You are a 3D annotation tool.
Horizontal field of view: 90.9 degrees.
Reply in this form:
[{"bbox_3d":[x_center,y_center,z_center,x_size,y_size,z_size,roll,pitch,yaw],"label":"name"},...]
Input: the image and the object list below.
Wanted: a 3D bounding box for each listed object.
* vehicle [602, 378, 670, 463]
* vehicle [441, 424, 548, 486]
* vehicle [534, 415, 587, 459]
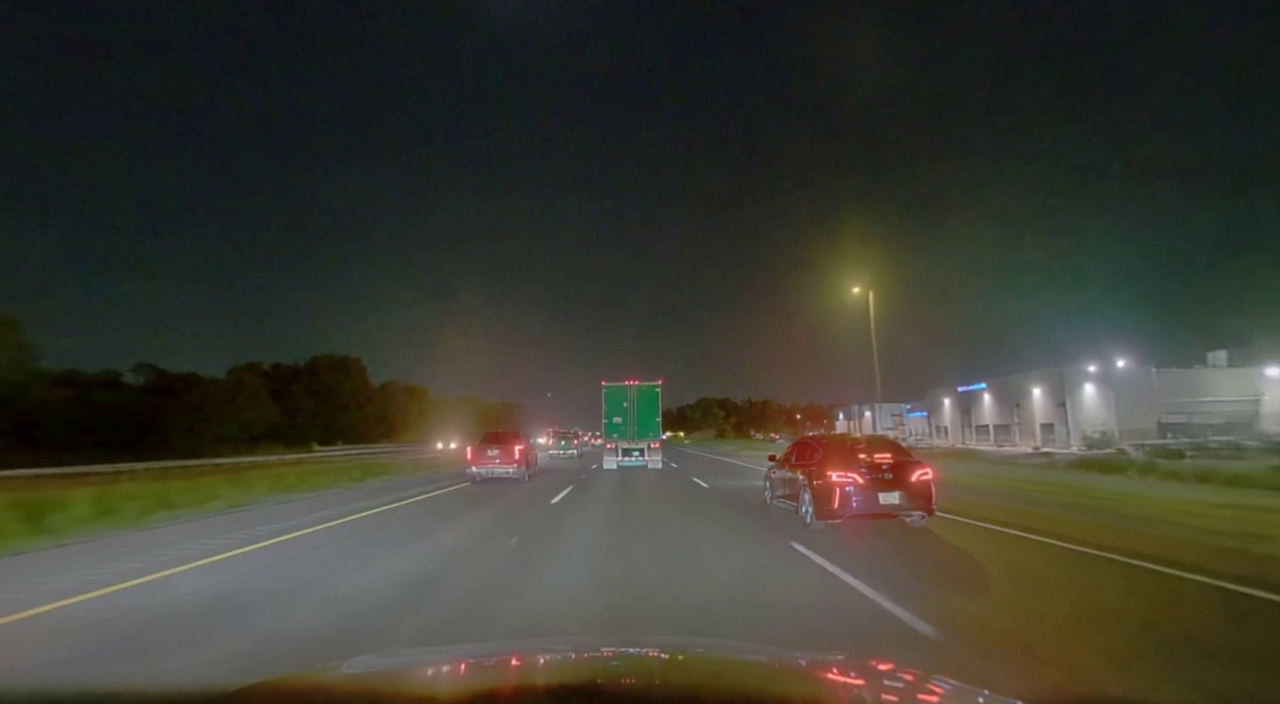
[{"bbox_3d":[-0.340,3.966,35.304,3.259,4.066,9.891,0,-8,-2],"label":"vehicle"},{"bbox_3d":[-4.219,3.069,19.252,2.005,1.602,5.131,0,-8,1],"label":"vehicle"},{"bbox_3d":[-5.139,5.677,42.086,2.717,2.714,6.997,0,-8,-1],"label":"vehicle"}]
